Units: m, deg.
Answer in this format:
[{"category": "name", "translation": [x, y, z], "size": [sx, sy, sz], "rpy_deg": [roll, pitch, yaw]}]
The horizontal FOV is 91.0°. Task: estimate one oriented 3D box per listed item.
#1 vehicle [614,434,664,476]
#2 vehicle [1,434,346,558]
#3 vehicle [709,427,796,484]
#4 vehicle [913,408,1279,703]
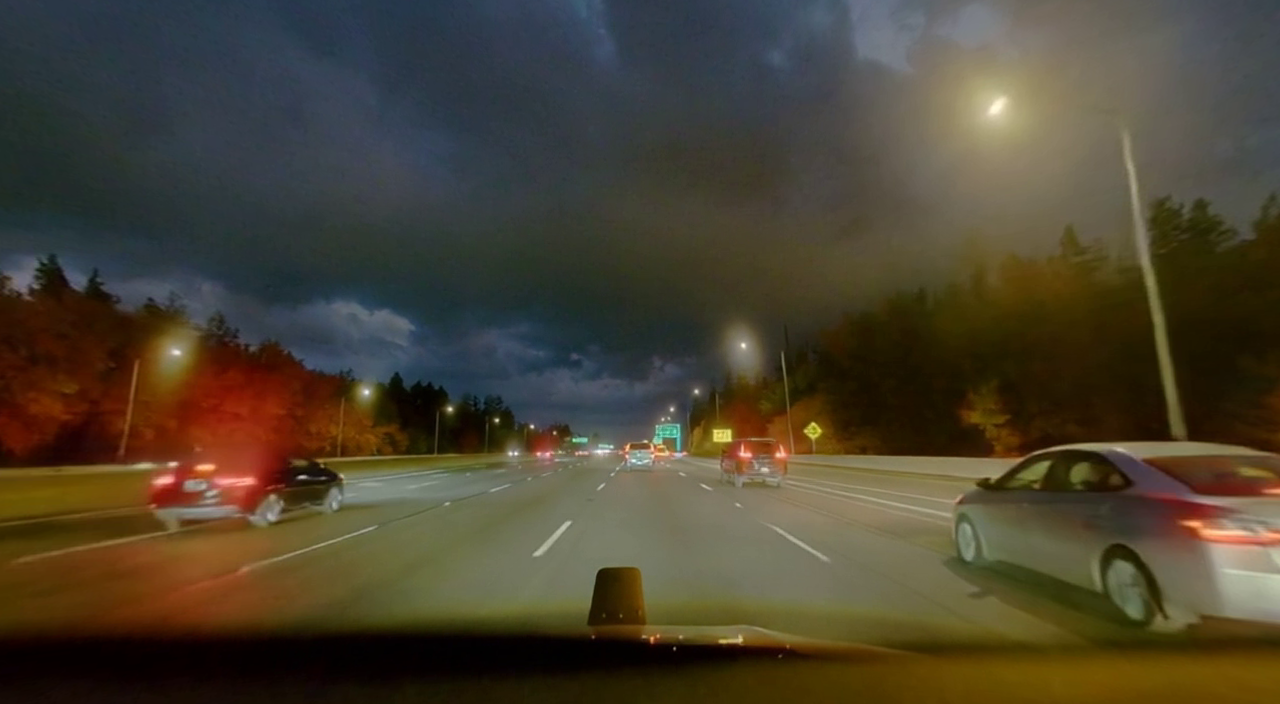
[{"category": "vehicle", "translation": [0.000, 5.272, 32.455], "size": [2.372, 1.957, 5.121], "rpy_deg": [0, -9, 1]}, {"category": "vehicle", "translation": [-6.901, 2.152, 10.189], "size": [2.014, 1.526, 4.577], "rpy_deg": [0, -9, 1]}, {"category": "vehicle", "translation": [4.292, 4.115, 25.194], "size": [2.388, 1.998, 5.749], "rpy_deg": [0, -9, 0]}, {"category": "vehicle", "translation": [4.065, 1.274, 4.554], "size": [2.057, 1.508, 4.767], "rpy_deg": [0, -9, 0]}]
